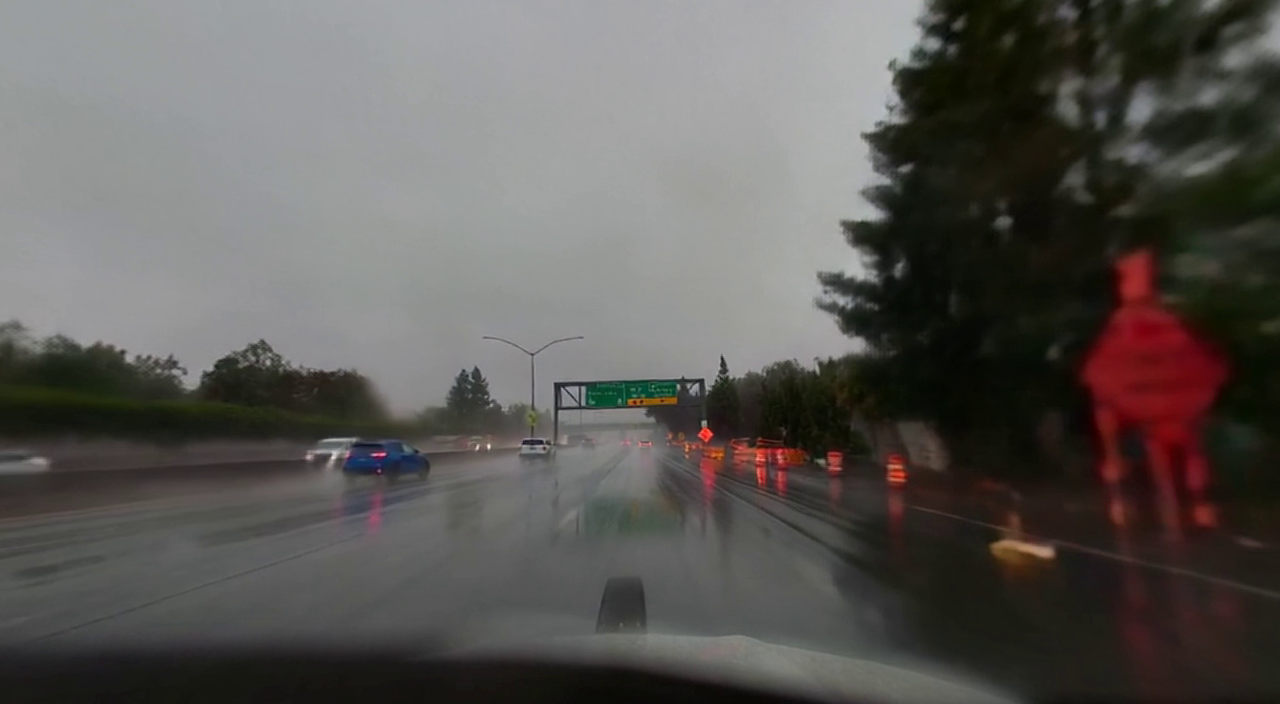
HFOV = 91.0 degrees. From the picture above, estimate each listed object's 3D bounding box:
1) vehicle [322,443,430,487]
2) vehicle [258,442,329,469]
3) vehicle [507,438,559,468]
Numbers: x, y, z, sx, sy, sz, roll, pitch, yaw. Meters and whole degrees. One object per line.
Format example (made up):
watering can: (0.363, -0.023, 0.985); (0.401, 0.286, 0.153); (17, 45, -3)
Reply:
vehicle: (-9.864, 4.236, 24.032); (2.122, 1.511, 4.576); (0, -9, 0)
vehicle: (-22.542, 6.735, 41.165); (2.146, 1.664, 4.276); (0, -9, 0)
vehicle: (-6.560, 6.294, 39.217); (2.402, 1.733, 4.512); (0, -9, 1)
